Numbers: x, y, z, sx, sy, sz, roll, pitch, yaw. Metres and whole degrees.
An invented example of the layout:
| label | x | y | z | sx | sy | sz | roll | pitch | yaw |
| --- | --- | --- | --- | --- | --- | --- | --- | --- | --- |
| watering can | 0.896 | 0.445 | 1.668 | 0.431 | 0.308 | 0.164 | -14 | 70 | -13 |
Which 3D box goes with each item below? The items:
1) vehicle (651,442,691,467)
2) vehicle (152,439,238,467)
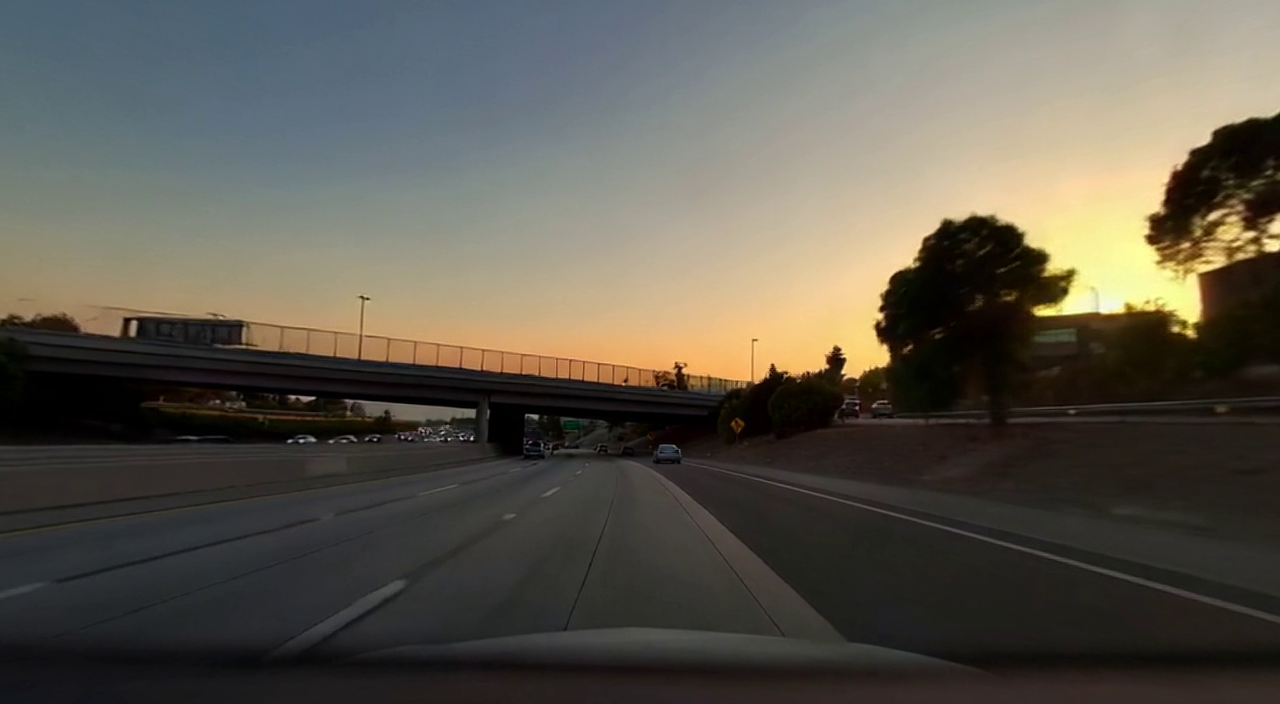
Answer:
| label | x | y | z | sx | sy | sz | roll | pitch | yaw |
| --- | --- | --- | --- | --- | --- | --- | --- | --- | --- |
| vehicle | 1.962 | 6.761 | 41.799 | 2.059 | 1.509 | 4.670 | 0 | -8 | -4 |
| vehicle | -27.104 | 6.134 | 38.651 | 2.030 | 1.578 | 4.712 | 0 | -8 | -3 |
